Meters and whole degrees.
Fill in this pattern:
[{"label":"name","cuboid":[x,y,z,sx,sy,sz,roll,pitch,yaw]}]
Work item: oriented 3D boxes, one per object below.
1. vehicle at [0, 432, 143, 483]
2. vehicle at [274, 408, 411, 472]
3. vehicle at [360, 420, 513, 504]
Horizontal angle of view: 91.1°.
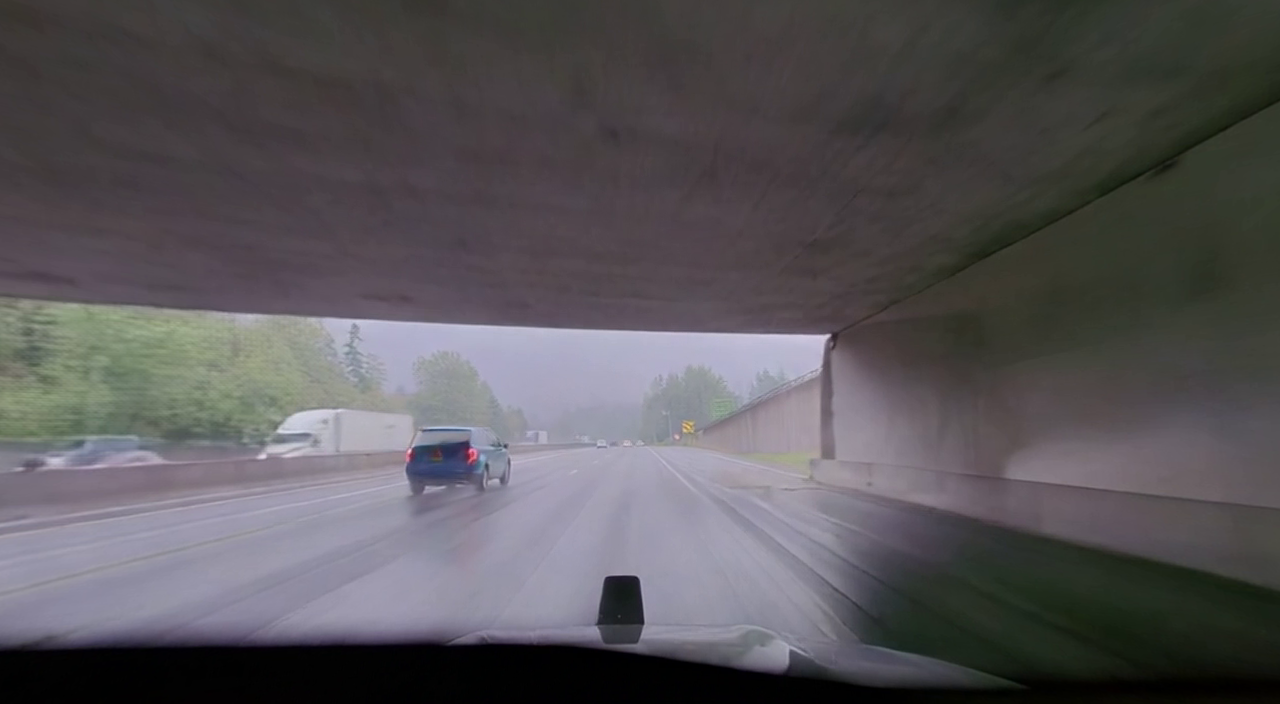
[{"label":"vehicle","cuboid":[-28.220,5.125,31.066,2.355,2.256,5.912,0,-8,0]},{"label":"vehicle","cuboid":[-17.544,5.375,38.399,2.936,3.275,11.845,0,-8,-2]},{"label":"vehicle","cuboid":[-4.549,2.534,14.870,2.125,1.662,4.336,0,-8,1]}]
